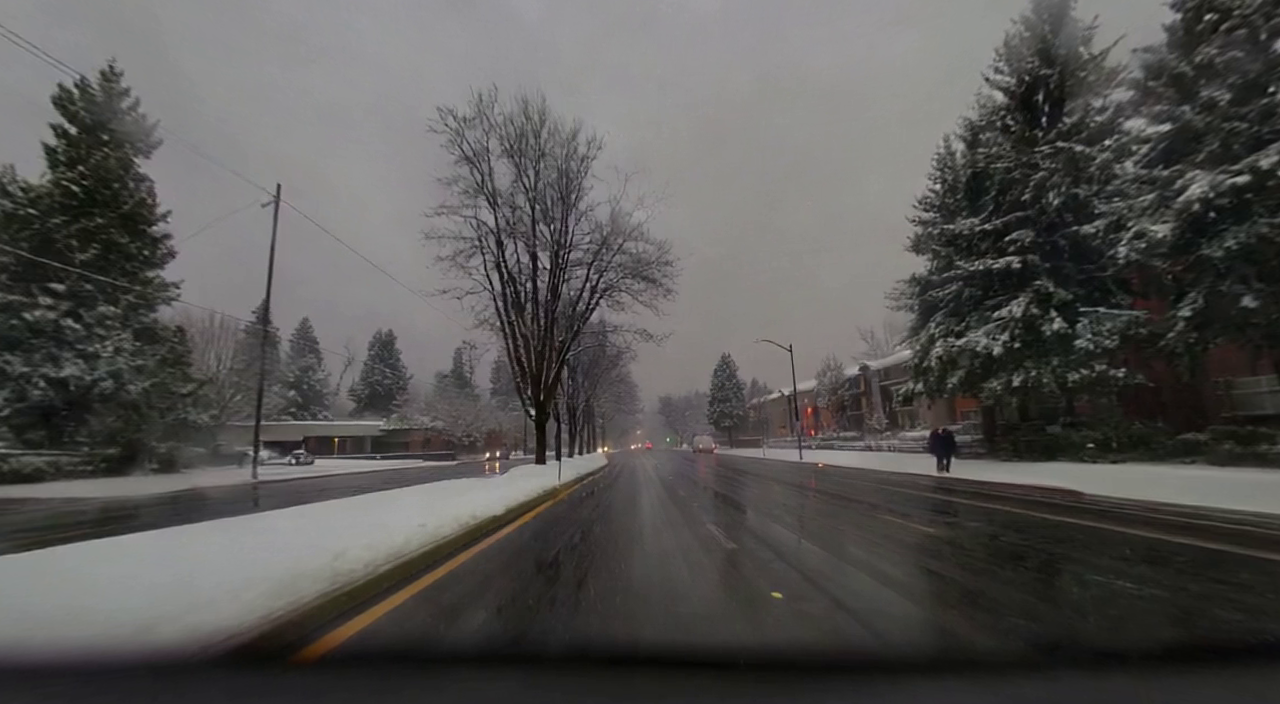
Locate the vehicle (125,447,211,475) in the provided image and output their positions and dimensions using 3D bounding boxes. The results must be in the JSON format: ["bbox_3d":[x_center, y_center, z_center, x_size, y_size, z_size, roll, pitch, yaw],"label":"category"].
[{"bbox_3d":[-35.251,8.126,47.402,2.094,1.839,5.001,-4,-9,10],"label":"vehicle"}]
